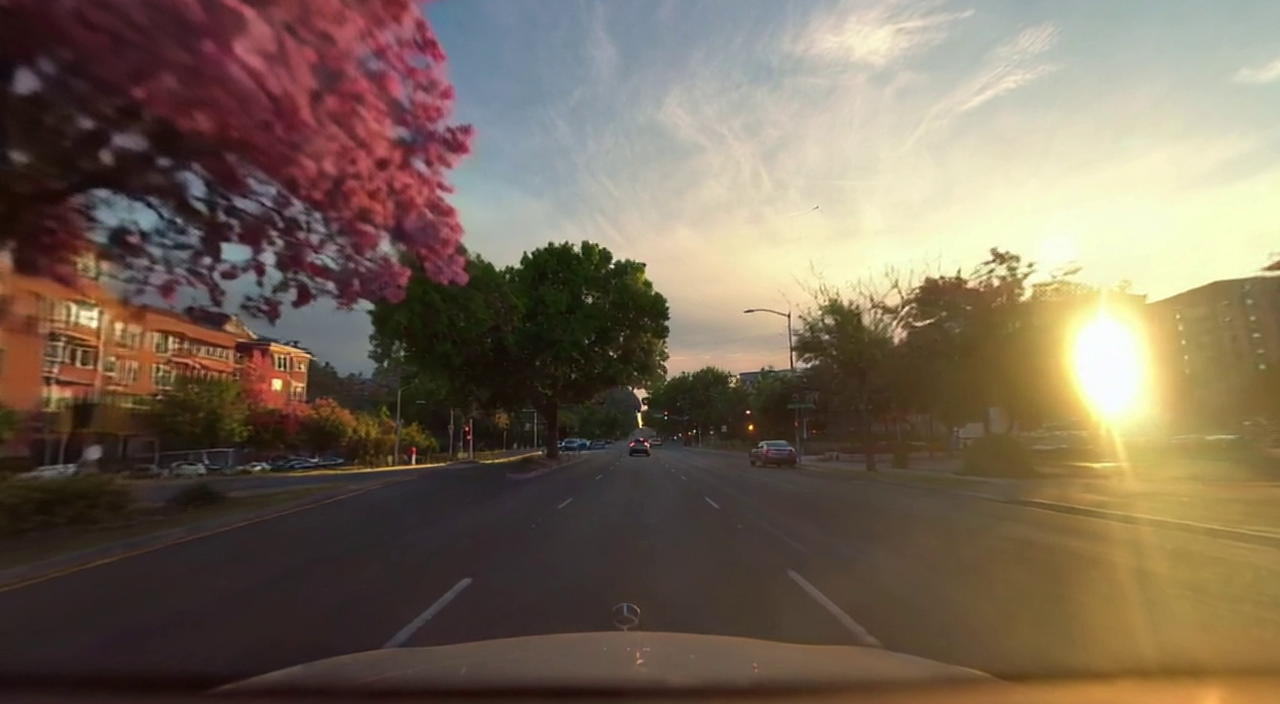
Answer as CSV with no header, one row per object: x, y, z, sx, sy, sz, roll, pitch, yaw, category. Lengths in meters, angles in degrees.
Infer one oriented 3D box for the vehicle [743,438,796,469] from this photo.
7.124,5.616,35.095,1.933,1.580,4.162,0,-9,-2,vehicle
